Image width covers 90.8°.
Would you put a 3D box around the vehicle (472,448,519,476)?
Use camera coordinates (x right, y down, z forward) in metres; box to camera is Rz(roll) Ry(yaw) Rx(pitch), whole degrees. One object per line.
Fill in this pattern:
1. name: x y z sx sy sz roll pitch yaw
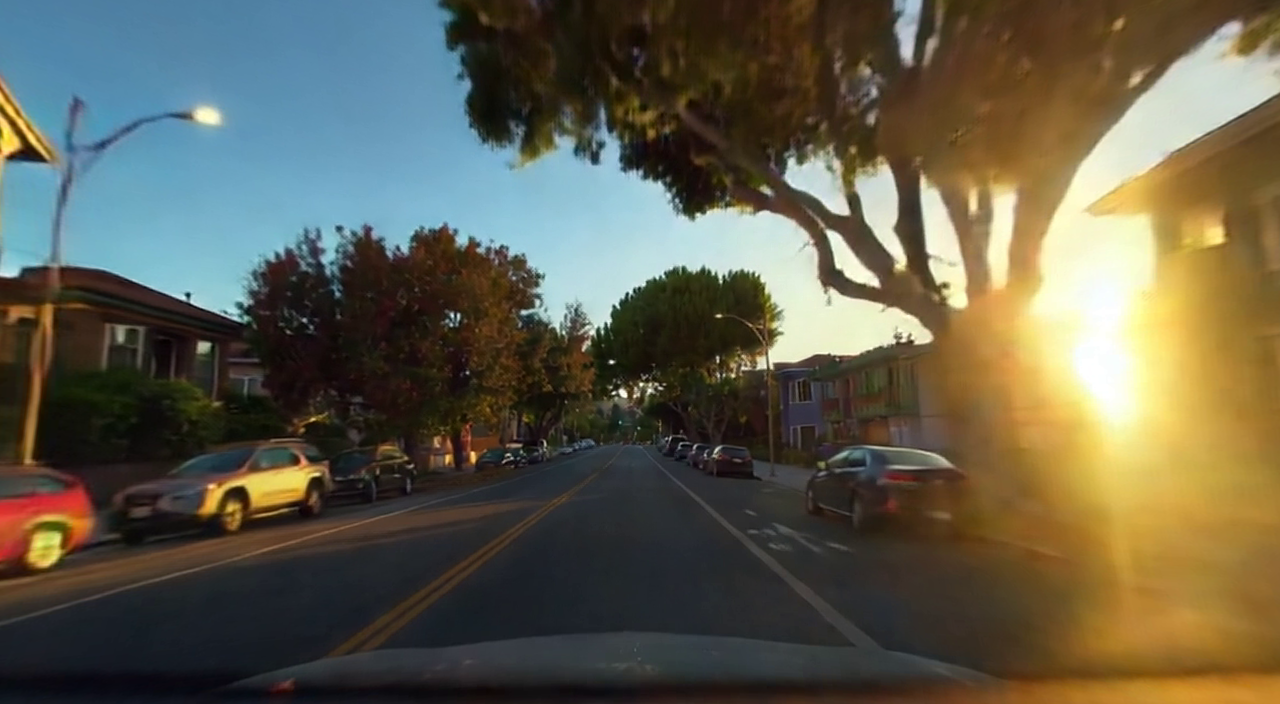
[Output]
1. vehicle: -8.264 6.306 36.446 1.852 1.482 3.916 0 -9 -2

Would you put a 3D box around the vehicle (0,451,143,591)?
1. vehicle: -7.993 1.826 6.705 1.967 1.517 4.360 0 -9 -2

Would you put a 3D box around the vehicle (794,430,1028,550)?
1. vehicle: 4.361 2.272 11.109 2.034 1.674 4.271 1 -9 -3

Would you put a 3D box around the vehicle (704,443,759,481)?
1. vehicle: 4.060 4.960 28.769 1.845 1.556 3.929 0 -9 -1

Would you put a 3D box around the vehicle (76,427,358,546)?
1. vehicle: -7.872 2.541 12.615 2.283 1.853 4.903 -1 -9 -1
